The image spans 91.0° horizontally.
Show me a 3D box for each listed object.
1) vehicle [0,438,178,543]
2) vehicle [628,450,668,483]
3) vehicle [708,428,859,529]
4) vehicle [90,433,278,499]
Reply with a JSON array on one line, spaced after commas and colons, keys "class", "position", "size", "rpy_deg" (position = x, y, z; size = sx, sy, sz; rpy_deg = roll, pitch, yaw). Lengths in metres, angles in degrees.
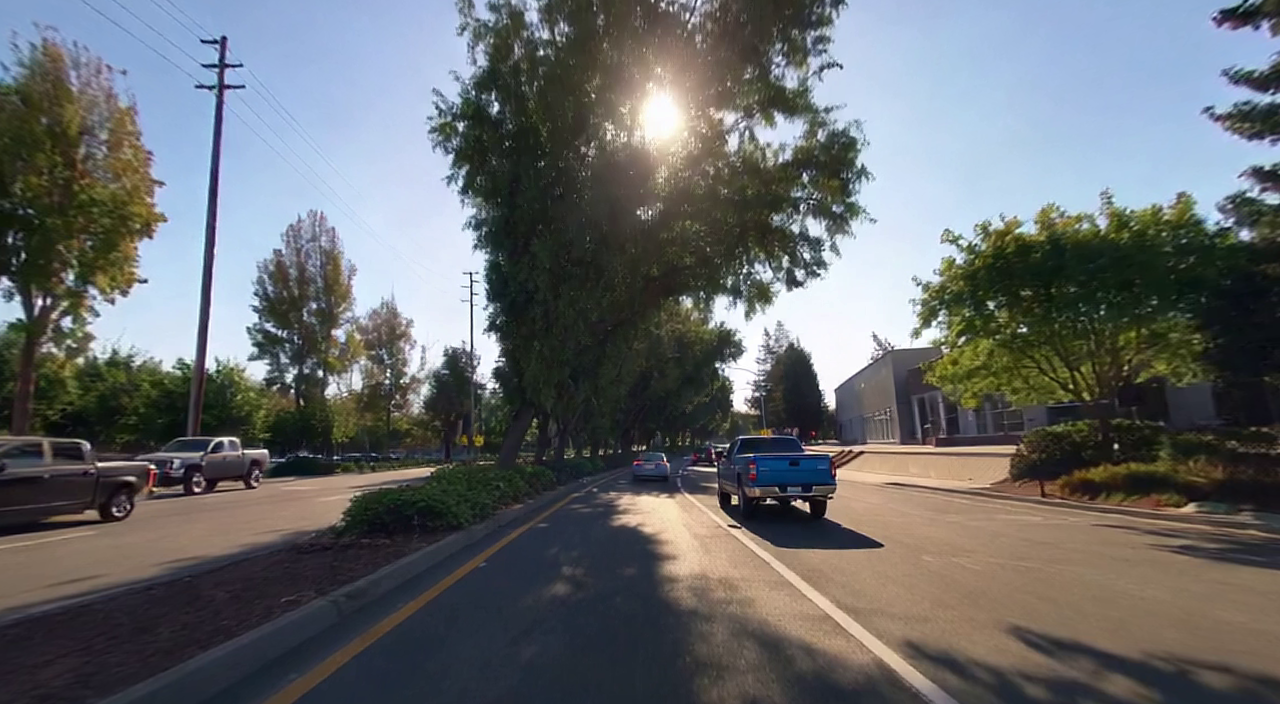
[{"class": "vehicle", "position": [-10.451, 2.225, 10.512], "size": [1.991, 1.537, 4.605], "rpy_deg": [1, -9, -1]}, {"class": "vehicle", "position": [0.452, 5.912, 32.806], "size": [1.968, 1.521, 4.262], "rpy_deg": [0, -9, 2]}, {"class": "vehicle", "position": [3.083, 2.891, 15.094], "size": [2.367, 1.919, 5.651], "rpy_deg": [0, -9, 1]}, {"class": "vehicle", "position": [-14.401, 3.617, 20.404], "size": [2.154, 1.806, 5.096], "rpy_deg": [0, -9, 1]}]
